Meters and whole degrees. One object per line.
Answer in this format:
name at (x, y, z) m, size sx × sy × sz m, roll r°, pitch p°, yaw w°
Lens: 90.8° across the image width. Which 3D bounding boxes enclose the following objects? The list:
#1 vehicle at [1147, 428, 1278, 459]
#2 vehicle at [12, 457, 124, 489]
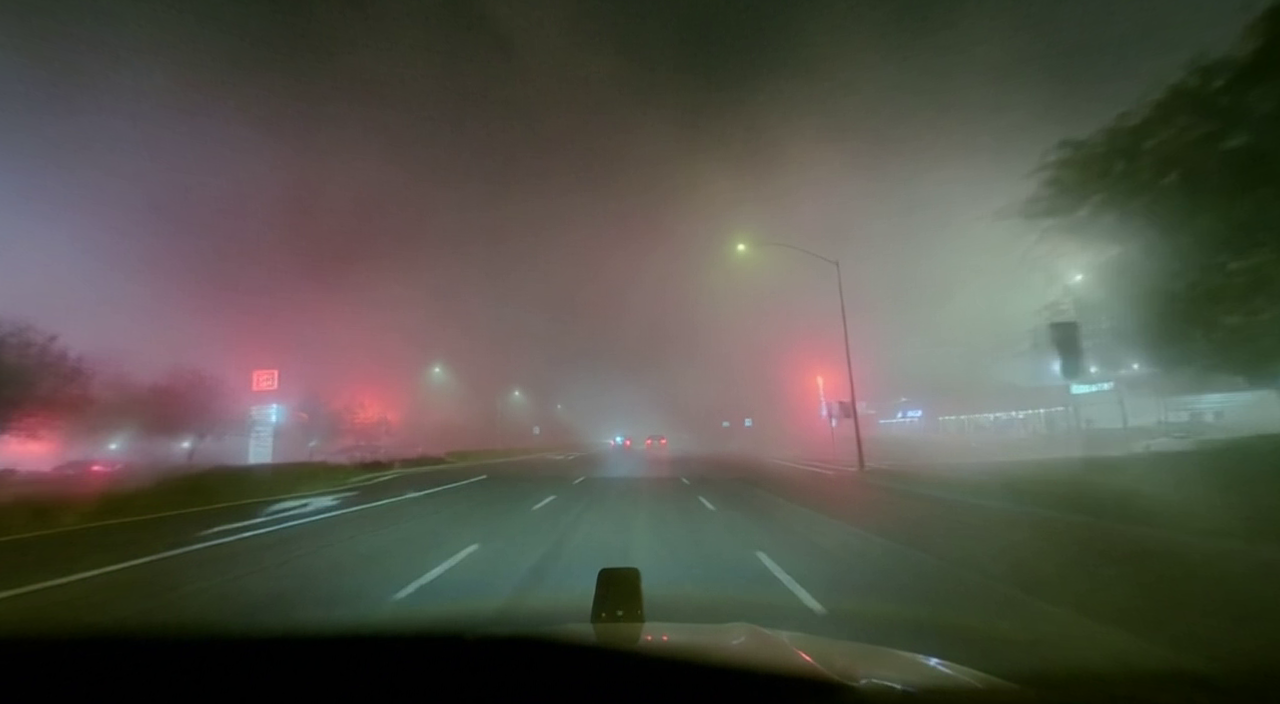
vehicle at (27.597, 4.463, 30.571) m, size 4.225 × 1.404 × 1.994 m, roll -1°, pitch -9°, yaw 5°
vehicle at (-33.615, 7.136, 37.229) m, size 4.743 × 1.760 × 2.046 m, roll -1°, pitch -9°, yaw 4°
